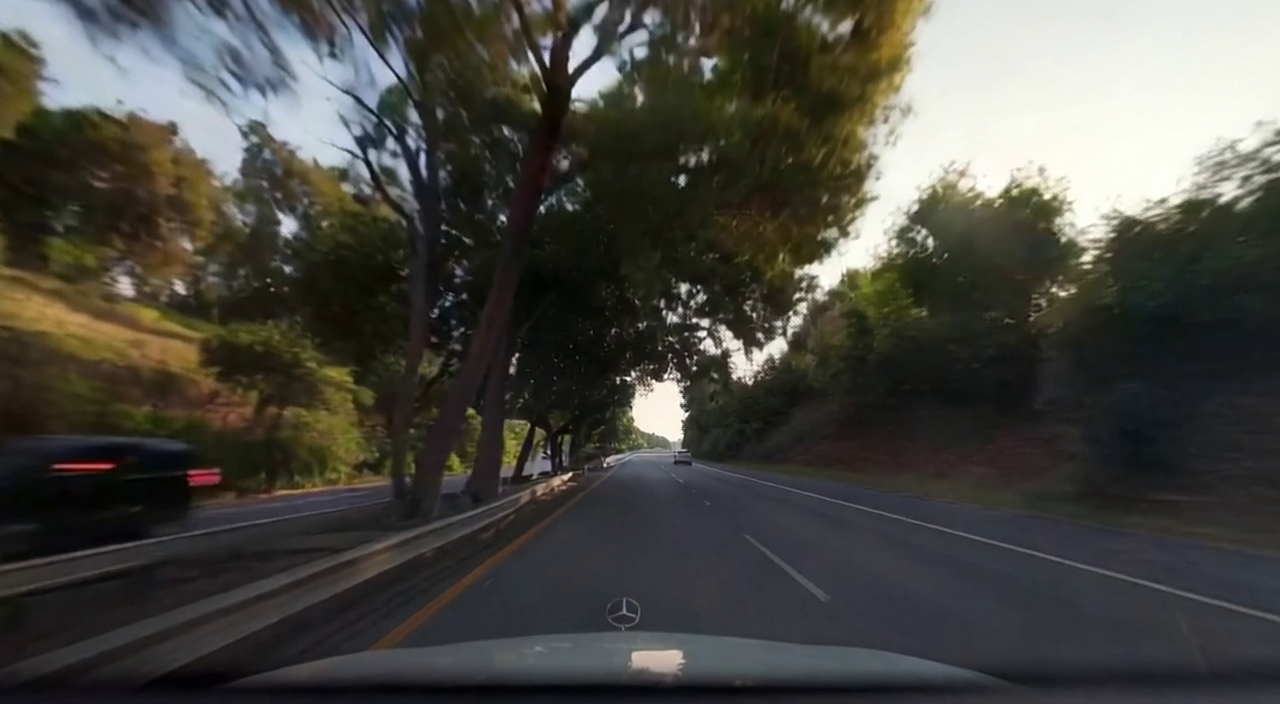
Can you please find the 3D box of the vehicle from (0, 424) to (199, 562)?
[{"bbox_3d":[-9.302,2.014,9.453,2.177,1.747,4.436,0,-9,0],"label":"vehicle"}]
